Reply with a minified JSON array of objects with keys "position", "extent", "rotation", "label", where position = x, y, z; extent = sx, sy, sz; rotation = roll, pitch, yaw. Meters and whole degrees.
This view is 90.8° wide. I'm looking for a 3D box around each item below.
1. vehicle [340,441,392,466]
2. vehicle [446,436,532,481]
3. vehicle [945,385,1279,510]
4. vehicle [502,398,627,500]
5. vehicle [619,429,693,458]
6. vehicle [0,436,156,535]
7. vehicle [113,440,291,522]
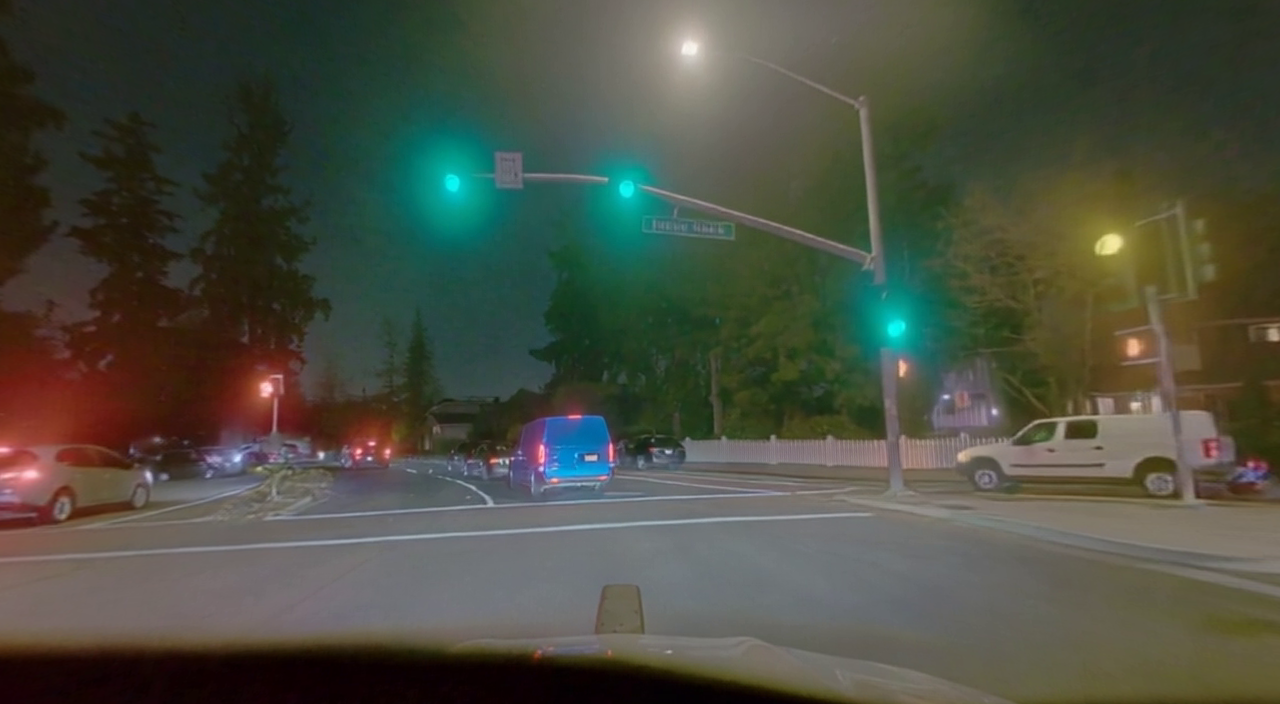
[{"position":[-17.548,6.451,40.353],"extent":[1.911,1.493,4.291],"rotation":[6,-10,-39],"label":"vehicle"},{"position":[-5.595,3.798,23.009],"extent":[2.008,1.445,4.386],"rotation":[4,-9,-28],"label":"vehicle"},{"position":[9.917,1.900,12.812],"extent":[2.514,2.026,6.104],"rotation":[6,-10,-41],"label":"vehicle"},{"position":[-2.101,2.399,16.010],"extent":[2.213,2.124,4.809],"rotation":[2,-8,-18],"label":"vehicle"},{"position":[1.052,5.823,40.436],"extent":[4.559,1.754,1.985],"rotation":[6,-10,-41],"label":"vehicle"},{"position":[-12.778,2.745,13.708],"extent":[2.078,1.783,4.670],"rotation":[2,-8,-18],"label":"vehicle"},{"position":[-9.422,2.712,14.075],"extent":[1.952,1.461,4.377],"rotation":[2,-8,-17],"label":"vehicle"}]
